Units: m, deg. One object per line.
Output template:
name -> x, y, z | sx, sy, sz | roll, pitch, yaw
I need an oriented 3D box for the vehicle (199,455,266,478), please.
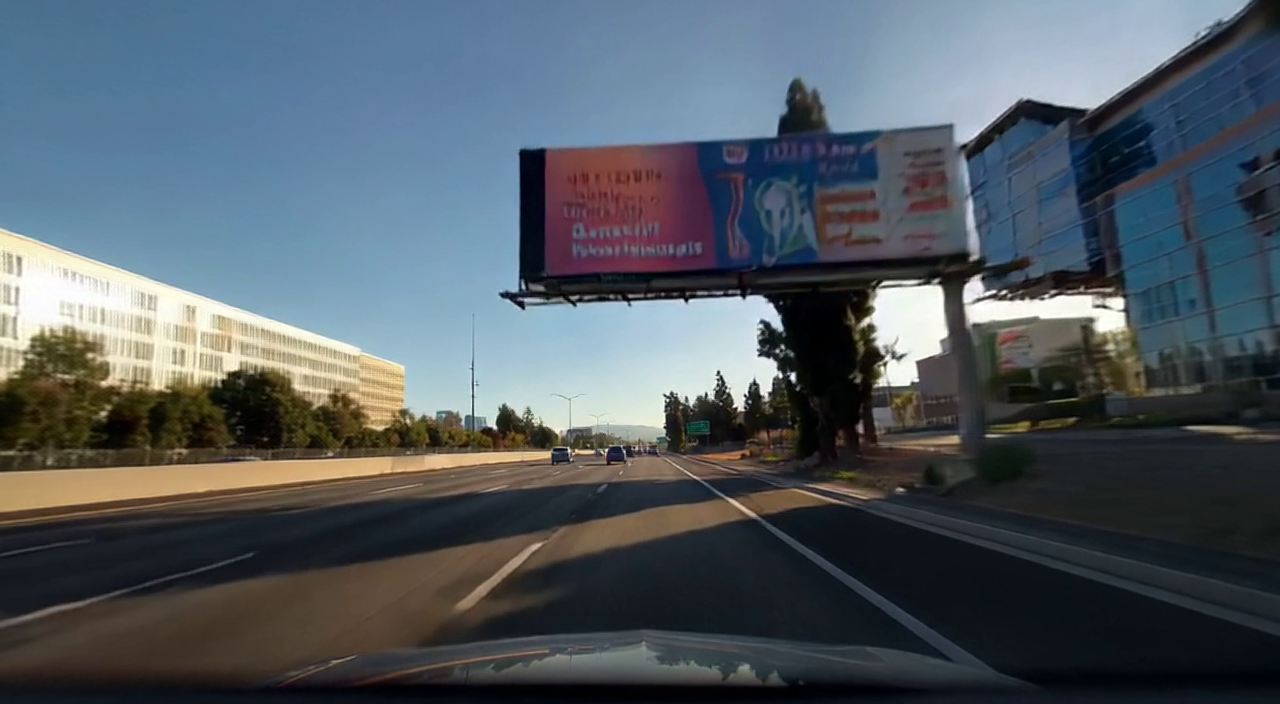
vehicle -> -30.912, 8.677, 47.983 | 1.958, 1.521, 4.676 | 0, -8, 1
